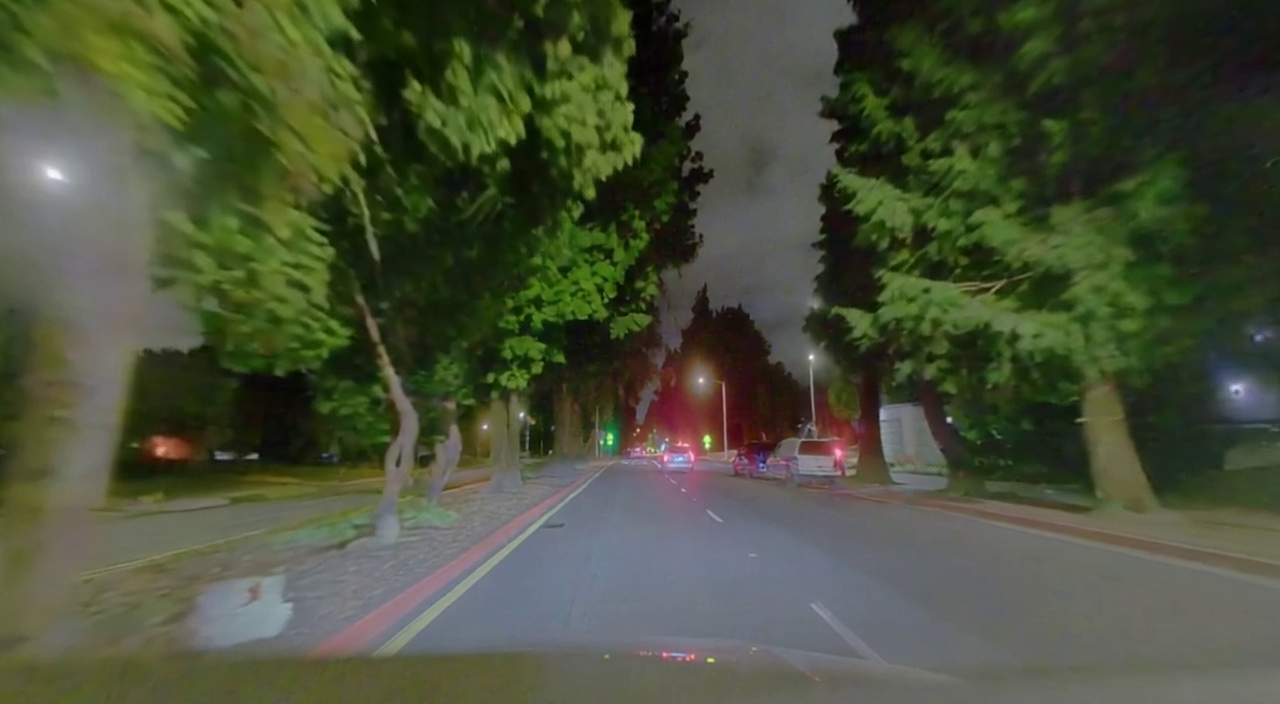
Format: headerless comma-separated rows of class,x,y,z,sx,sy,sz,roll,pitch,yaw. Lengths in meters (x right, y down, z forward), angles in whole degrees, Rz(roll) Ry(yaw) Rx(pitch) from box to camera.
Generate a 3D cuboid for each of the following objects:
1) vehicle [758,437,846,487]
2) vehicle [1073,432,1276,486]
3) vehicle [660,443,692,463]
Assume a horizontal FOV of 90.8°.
vehicle,6.286,4.334,25.215,2.040,1.710,5.200,2,-9,-1
vehicle,15.857,3.187,18.926,4.331,1.413,1.892,-1,-9,-1
vehicle,2.715,7.734,48.530,2.142,1.501,4.273,0,-8,-1
